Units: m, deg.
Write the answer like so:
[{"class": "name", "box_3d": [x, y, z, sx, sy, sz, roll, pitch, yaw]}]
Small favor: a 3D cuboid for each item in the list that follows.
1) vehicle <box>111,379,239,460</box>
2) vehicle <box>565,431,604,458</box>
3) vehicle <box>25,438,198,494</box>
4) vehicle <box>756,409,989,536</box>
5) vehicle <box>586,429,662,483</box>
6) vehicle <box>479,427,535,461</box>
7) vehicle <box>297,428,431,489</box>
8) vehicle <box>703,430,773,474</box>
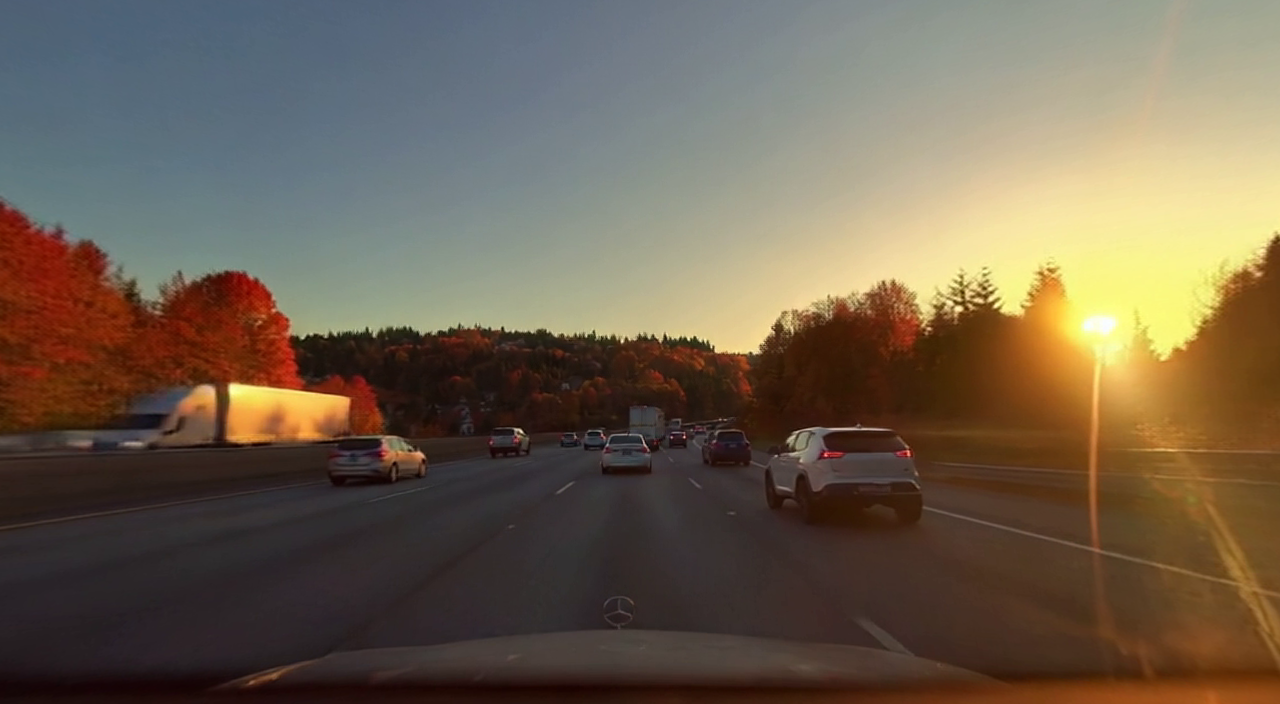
[{"class": "vehicle", "box_3d": [-22.959, 3.394, 31.314, 3.144, 3.727, 3.852, 0, -7, 0]}, {"class": "vehicle", "box_3d": [-3.531, 5.986, 40.874, 2.064, 1.672, 4.277, 0, -8, 1]}, {"class": "vehicle", "box_3d": [-15.411, 3.288, 18.651, 1.775, 1.463, 3.812, 0, -8, 1]}, {"class": "vehicle", "box_3d": [3.450, 1.867, 10.433, 2.095, 1.650, 4.331, 0, -8, -2]}, {"class": "vehicle", "box_3d": [-0.482, 3.181, 19.655, 2.111, 1.494, 4.364, 0, -8, -1]}, {"class": "vehicle", "box_3d": [-7.457, 5.217, 35.762, 2.117, 1.779, 4.745, 0, -8, 1]}, {"class": "vehicle", "box_3d": [-7.567, 2.930, 17.707, 1.934, 1.526, 3.966, 0, -8, 0]}, {"class": "vehicle", "box_3d": [3.694, 3.826, 24.456, 1.972, 1.516, 4.514, 0, -8, 0]}]
